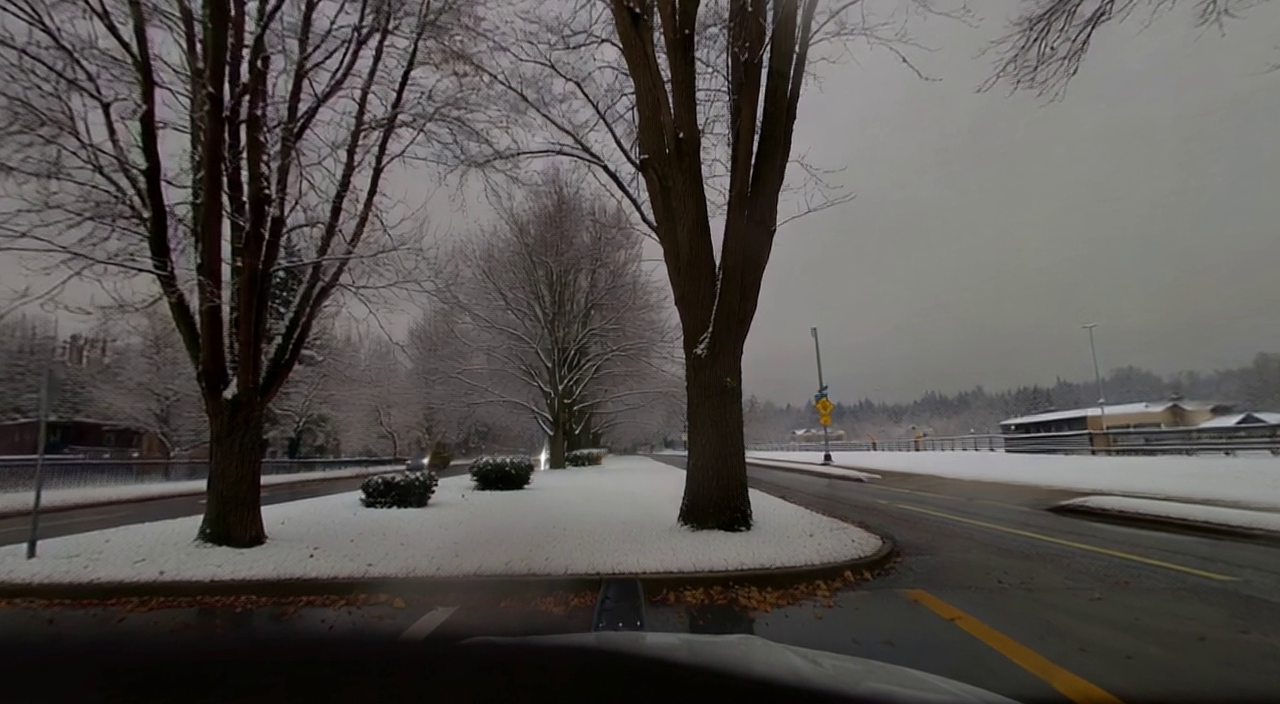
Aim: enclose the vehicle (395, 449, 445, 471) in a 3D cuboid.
[{"bbox_3d":[-17.272,8.468,49.711,1.907,1.644,4.410,-1,-9,8],"label":"vehicle"}]
